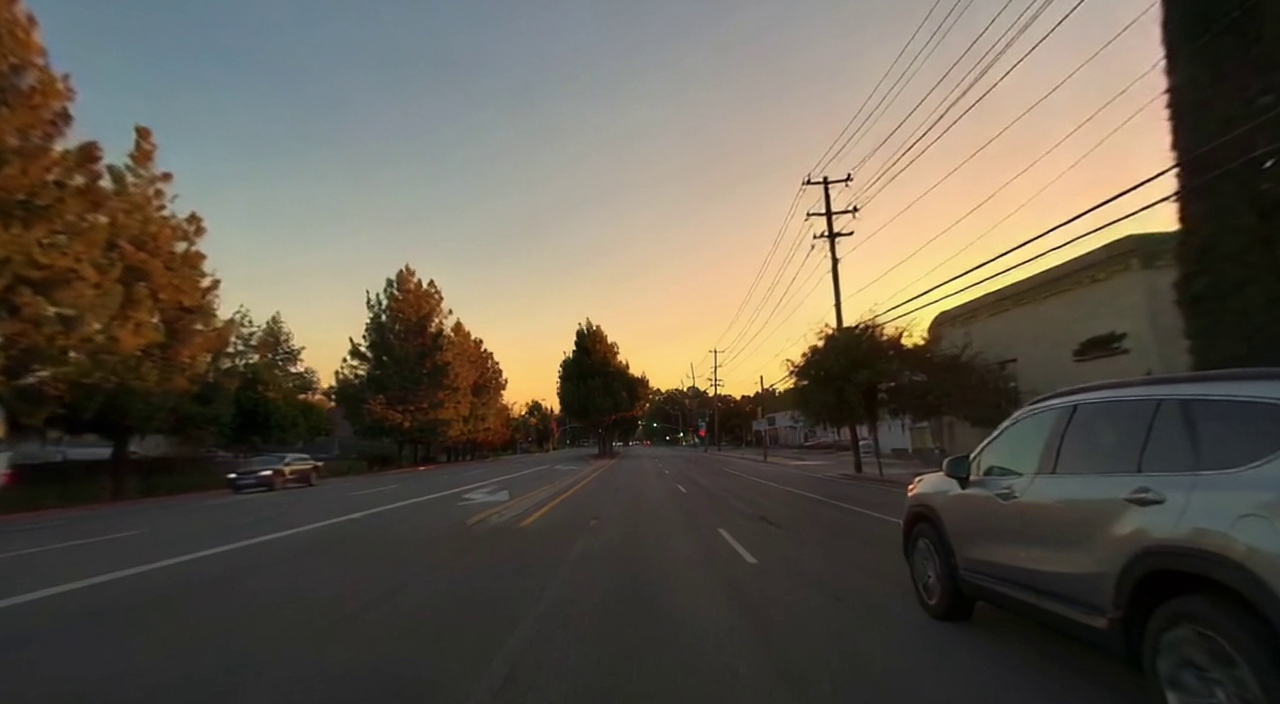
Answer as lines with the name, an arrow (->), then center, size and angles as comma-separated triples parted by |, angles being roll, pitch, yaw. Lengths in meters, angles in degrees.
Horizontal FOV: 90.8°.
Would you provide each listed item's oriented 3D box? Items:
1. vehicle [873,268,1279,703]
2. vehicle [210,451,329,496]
vehicle -> 3.039, 0.797, 2.959 | 2.060, 1.820, 4.713 | 0, -8, 0
vehicle -> -14.213, 4.649, 24.595 | 2.015, 1.501, 4.307 | 0, -8, 0
